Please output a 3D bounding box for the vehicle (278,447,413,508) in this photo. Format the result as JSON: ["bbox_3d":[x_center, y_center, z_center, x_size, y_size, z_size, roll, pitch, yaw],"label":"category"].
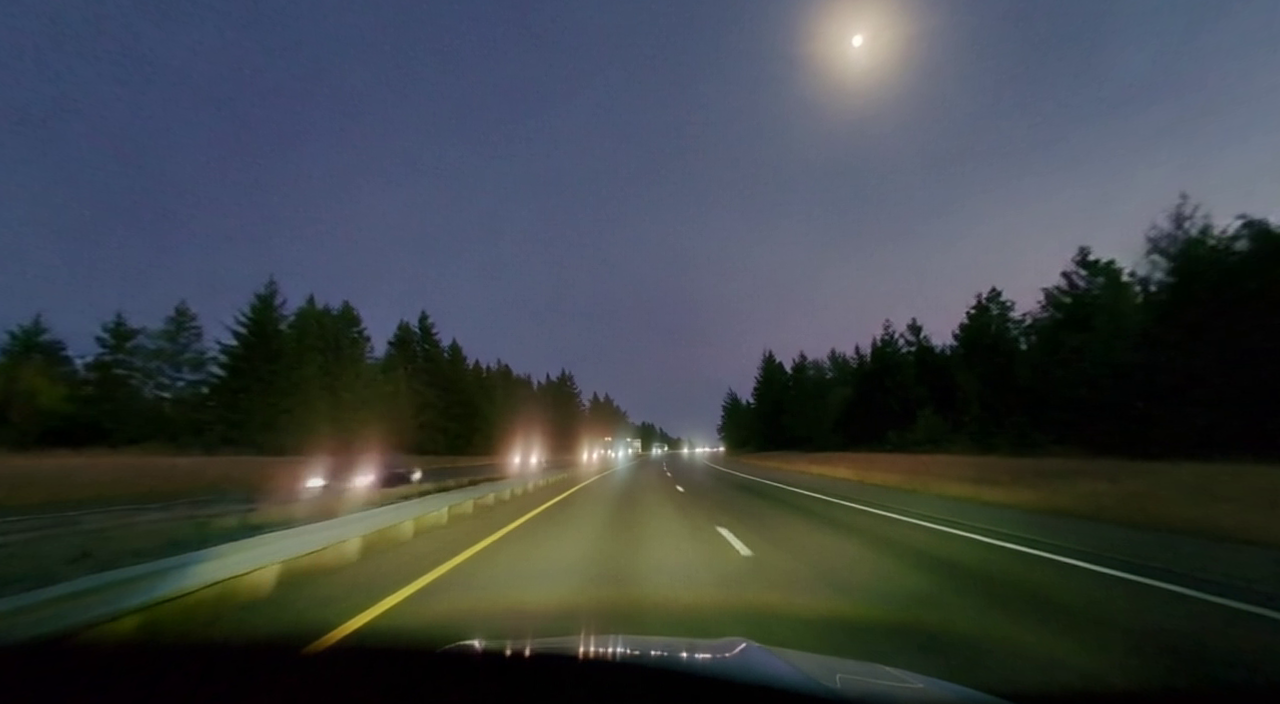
[{"bbox_3d":[-9.100,3.870,20.027,1.956,1.670,4.696,0,-9,1],"label":"vehicle"}]
